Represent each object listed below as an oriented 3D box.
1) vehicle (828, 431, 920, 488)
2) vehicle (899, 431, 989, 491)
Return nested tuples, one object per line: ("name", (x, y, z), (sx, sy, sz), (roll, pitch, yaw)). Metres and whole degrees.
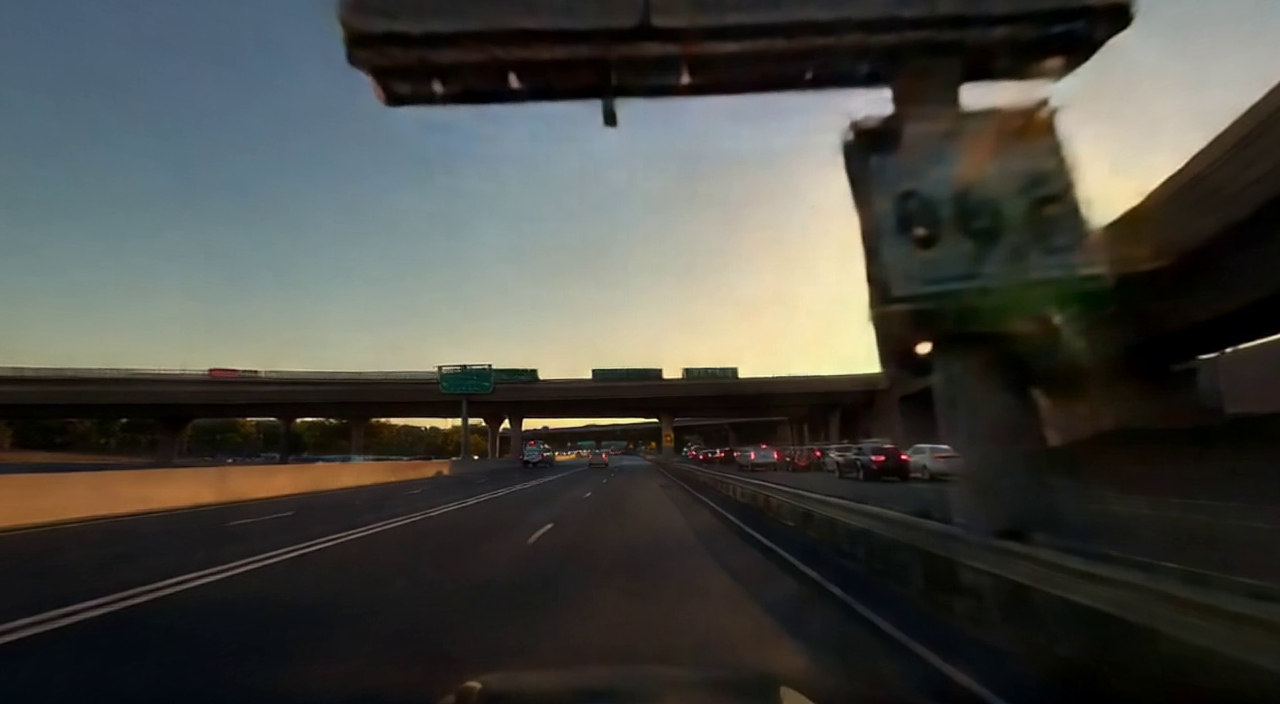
("vehicle", (15.790, 7.316, 43.384), (2.635, 3.459, 9.104), (1, -9, -1))
("vehicle", (18.644, 6.673, 39.020), (2.594, 3.362, 5.549), (1, -9, -1))
